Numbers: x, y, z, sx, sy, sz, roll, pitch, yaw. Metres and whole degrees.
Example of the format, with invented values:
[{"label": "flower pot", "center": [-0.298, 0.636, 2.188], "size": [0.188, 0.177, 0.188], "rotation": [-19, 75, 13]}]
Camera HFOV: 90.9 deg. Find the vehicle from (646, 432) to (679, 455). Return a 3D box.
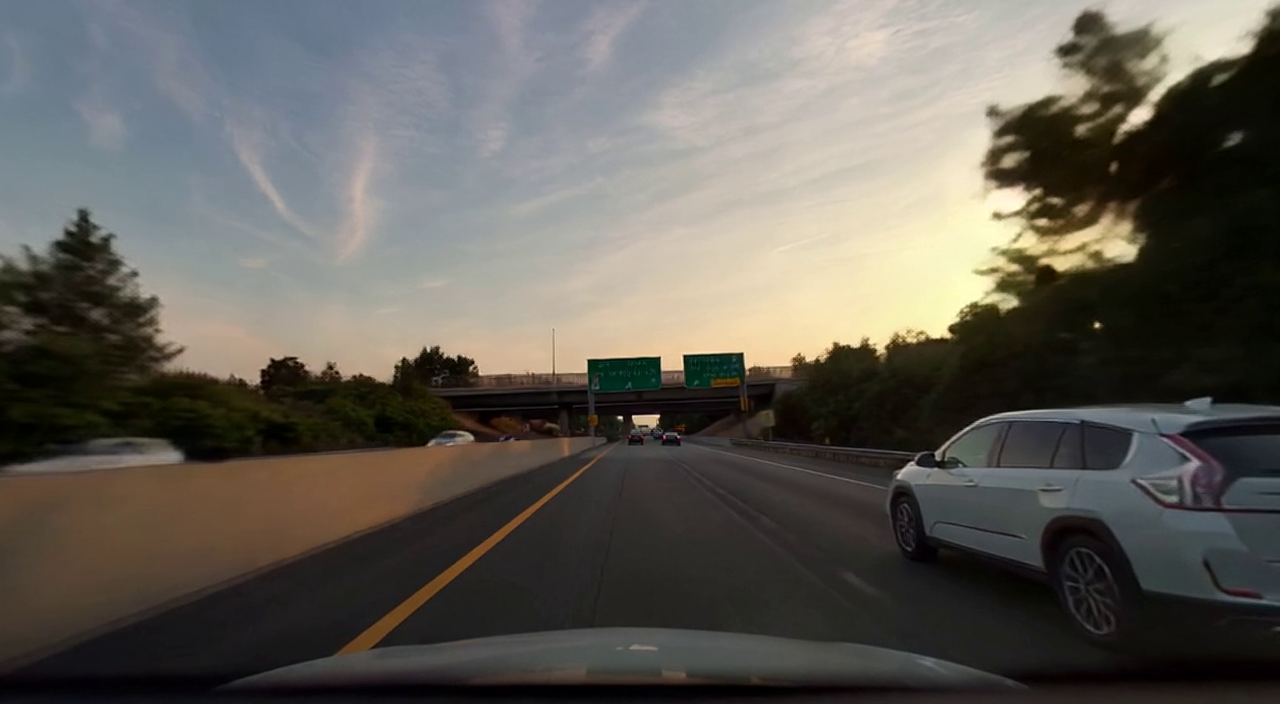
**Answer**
[{"label": "vehicle", "center": [1.509, 6.233, 43.087], "size": [1.981, 1.490, 3.449], "rotation": [0, -8, -3]}]
